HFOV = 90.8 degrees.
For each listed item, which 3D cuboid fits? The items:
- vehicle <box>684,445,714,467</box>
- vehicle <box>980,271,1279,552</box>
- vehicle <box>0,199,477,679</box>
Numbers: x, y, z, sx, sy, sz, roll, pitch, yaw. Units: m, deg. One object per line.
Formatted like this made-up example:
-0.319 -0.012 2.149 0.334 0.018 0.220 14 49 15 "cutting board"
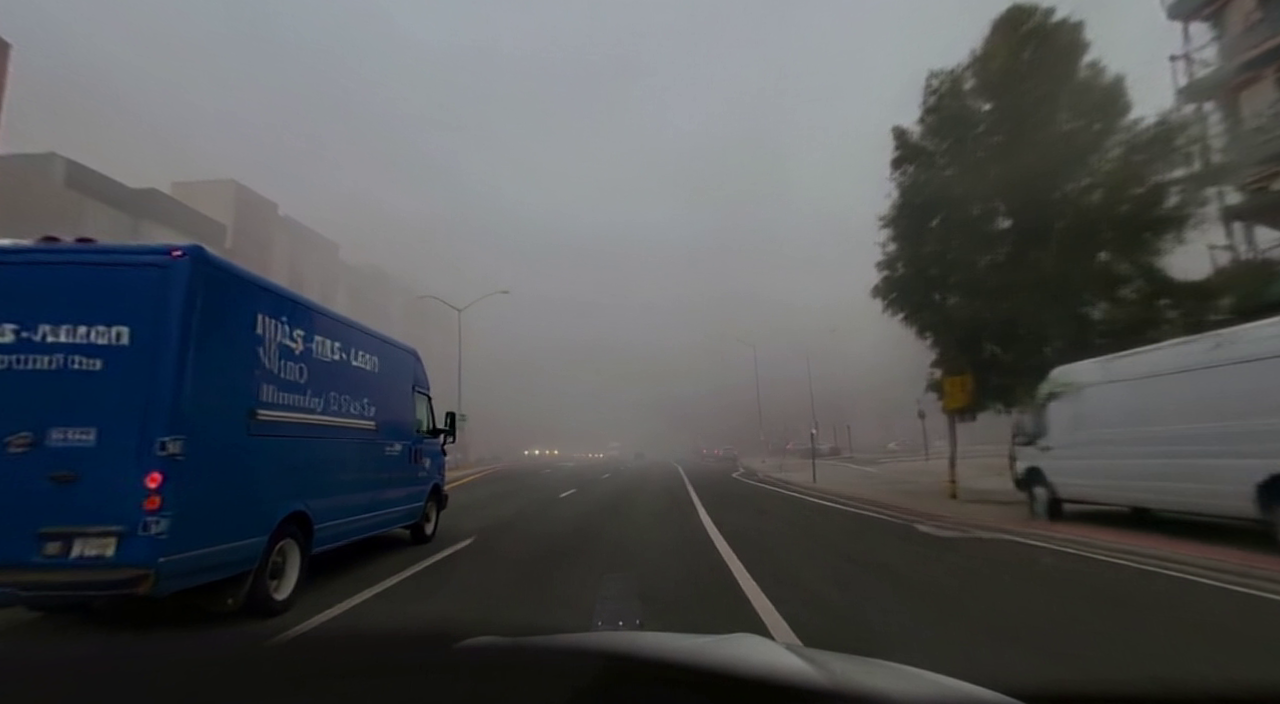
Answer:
4.427 7.835 47.731 1.878 1.534 4.120 0 -8 0 "vehicle"
8.855 1.053 9.830 2.882 3.208 7.609 0 -8 1 "vehicle"
-4.351 1.016 7.681 2.763 2.974 7.562 0 -8 -1 "vehicle"
